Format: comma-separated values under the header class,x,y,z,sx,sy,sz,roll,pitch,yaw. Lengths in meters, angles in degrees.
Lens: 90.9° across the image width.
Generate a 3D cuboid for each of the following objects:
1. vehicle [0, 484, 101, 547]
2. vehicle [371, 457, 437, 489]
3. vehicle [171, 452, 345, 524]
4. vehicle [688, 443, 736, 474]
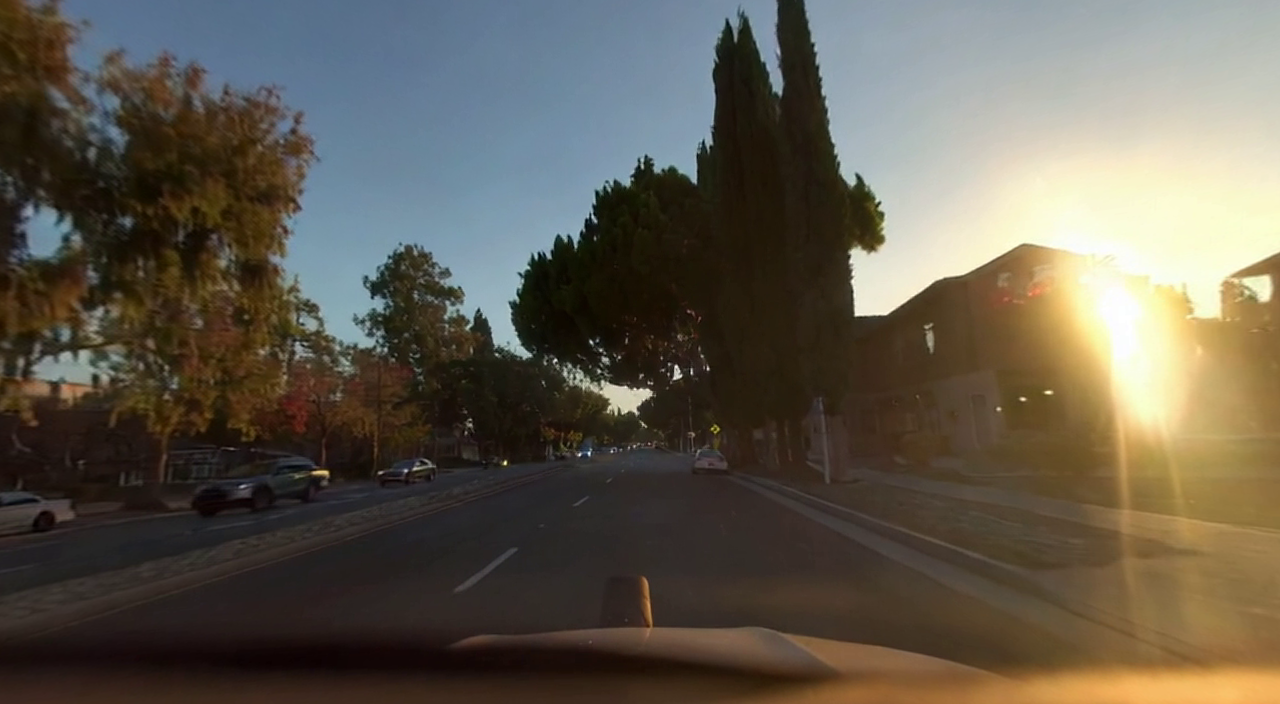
class,x,y,z,sx,sy,sz,roll,pitch,yaw
vehicle,-17.808,4.480,17.115,1.902,1.484,4.908,-1,-9,2
vehicle,-13.718,7.046,36.978,1.915,1.505,4.726,-4,-9,3
vehicle,-11.125,3.936,18.902,2.079,1.812,4.757,0,-9,2
vehicle,3.772,5.677,33.765,2.041,1.523,4.281,0,-9,0
